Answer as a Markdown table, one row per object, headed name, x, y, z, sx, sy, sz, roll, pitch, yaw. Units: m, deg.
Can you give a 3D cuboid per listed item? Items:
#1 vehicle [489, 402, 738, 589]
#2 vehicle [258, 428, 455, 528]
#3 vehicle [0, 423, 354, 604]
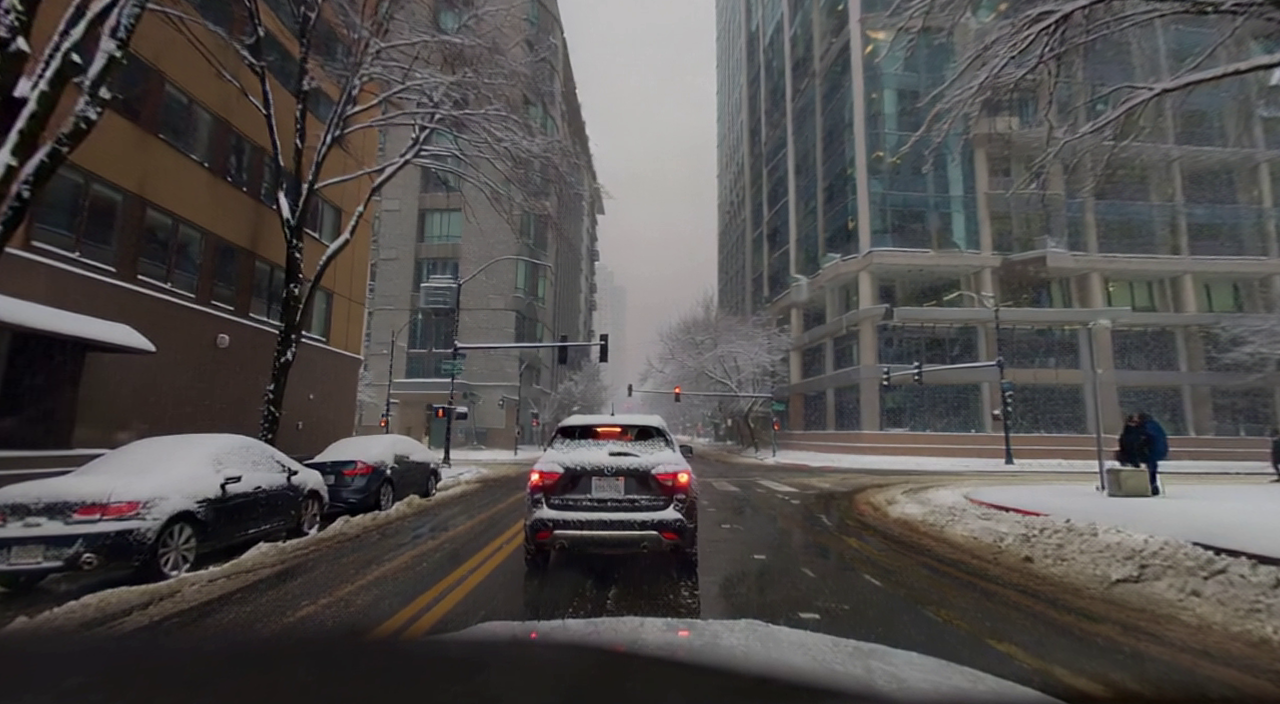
| name | x | y | z | sx | sy | sz | roll | pitch | yaw |
| --- | --- | --- | --- | --- | --- | --- | --- | --- | --- |
| vehicle | -0.230 | 1.600 | 7.782 | 2.258 | 1.687 | 3.934 | 0 | -9 | 0 |
| vehicle | -5.876 | 2.658 | 13.965 | 2.077 | 1.791 | 4.751 | 0 | -9 | 1 |
| vehicle | -5.745 | 1.864 | 8.284 | 1.904 | 1.684 | 4.529 | 0 | -9 | -1 |
